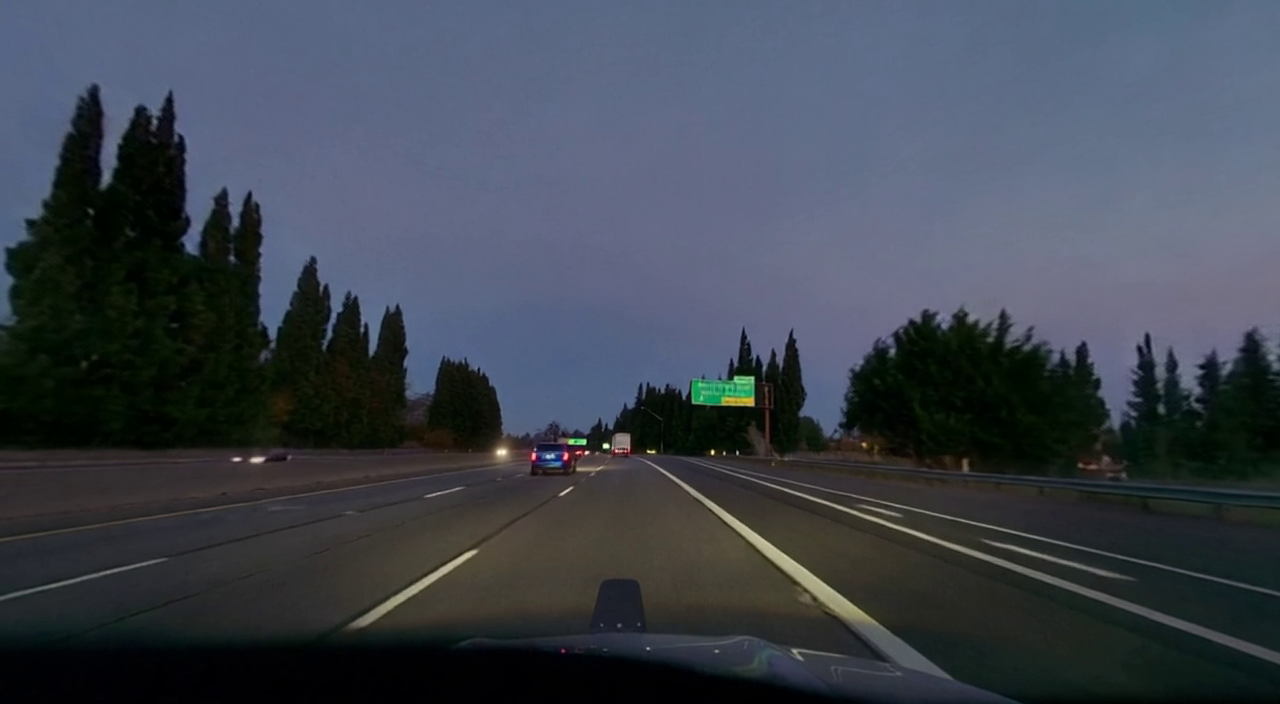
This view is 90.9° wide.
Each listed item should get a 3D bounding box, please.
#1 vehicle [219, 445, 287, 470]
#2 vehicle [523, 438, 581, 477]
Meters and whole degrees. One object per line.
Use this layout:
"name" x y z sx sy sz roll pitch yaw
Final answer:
"vehicle" -25.656 6.979 42.021 1.868 1.559 4.368 0 -8 -2
"vehicle" -4.104 5.006 30.224 2.162 1.724 4.537 0 -8 -1
